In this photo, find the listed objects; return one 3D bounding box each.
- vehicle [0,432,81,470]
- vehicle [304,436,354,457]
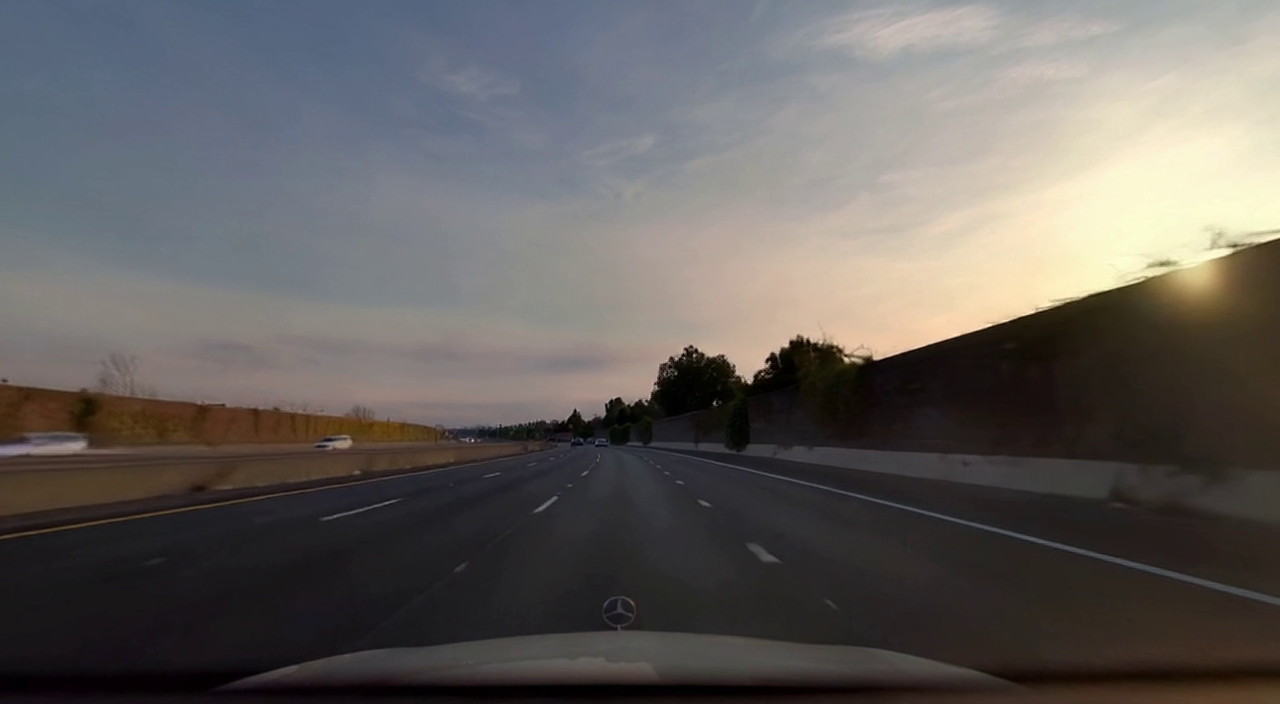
[{"bbox_3d":[-26.957,4.191,26.807,1.872,1.534,5.182,0,-8,-2],"label":"vehicle"},{"bbox_3d":[-24.342,7.438,49.605,1.846,1.549,4.494,0,-8,-3],"label":"vehicle"}]
